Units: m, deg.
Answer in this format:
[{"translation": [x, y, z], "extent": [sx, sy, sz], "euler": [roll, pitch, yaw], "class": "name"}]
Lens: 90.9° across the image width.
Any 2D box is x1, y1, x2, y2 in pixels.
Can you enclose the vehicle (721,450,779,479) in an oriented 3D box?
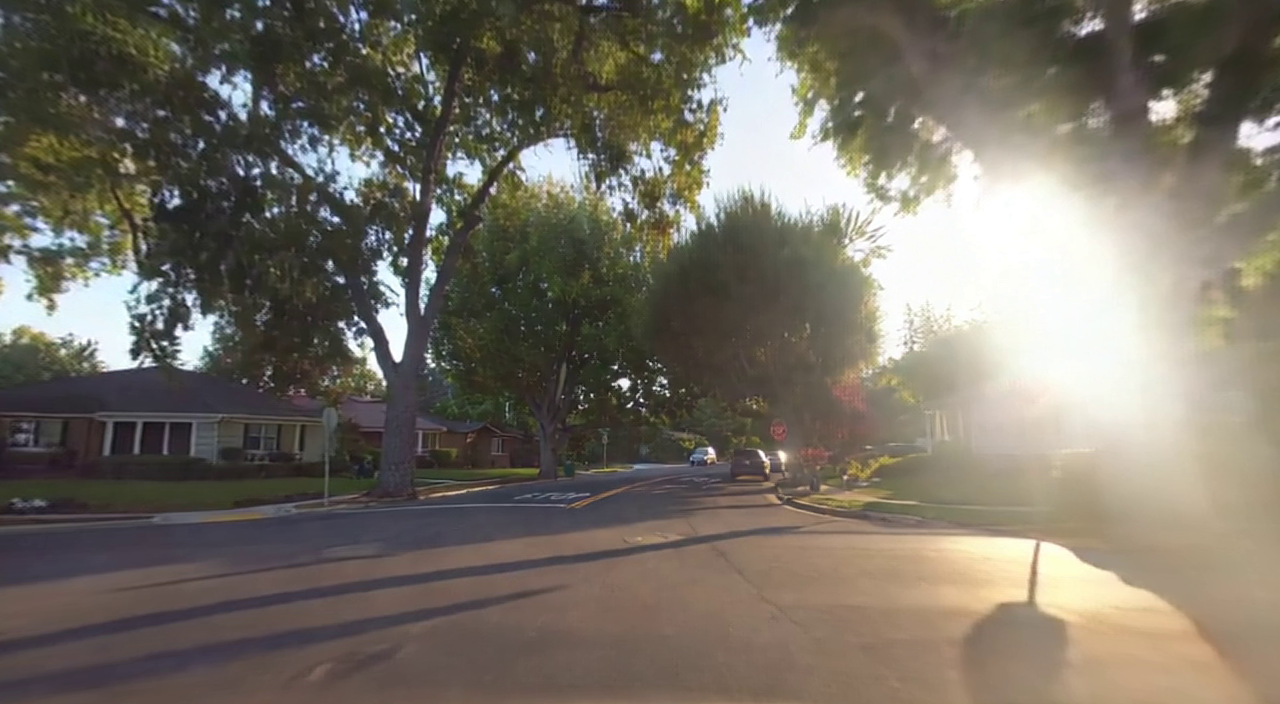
[{"translation": [6.978, 6.988, 39.526], "extent": [2.692, 1.649, 4.689], "euler": [-3, -9, 20], "class": "vehicle"}]
